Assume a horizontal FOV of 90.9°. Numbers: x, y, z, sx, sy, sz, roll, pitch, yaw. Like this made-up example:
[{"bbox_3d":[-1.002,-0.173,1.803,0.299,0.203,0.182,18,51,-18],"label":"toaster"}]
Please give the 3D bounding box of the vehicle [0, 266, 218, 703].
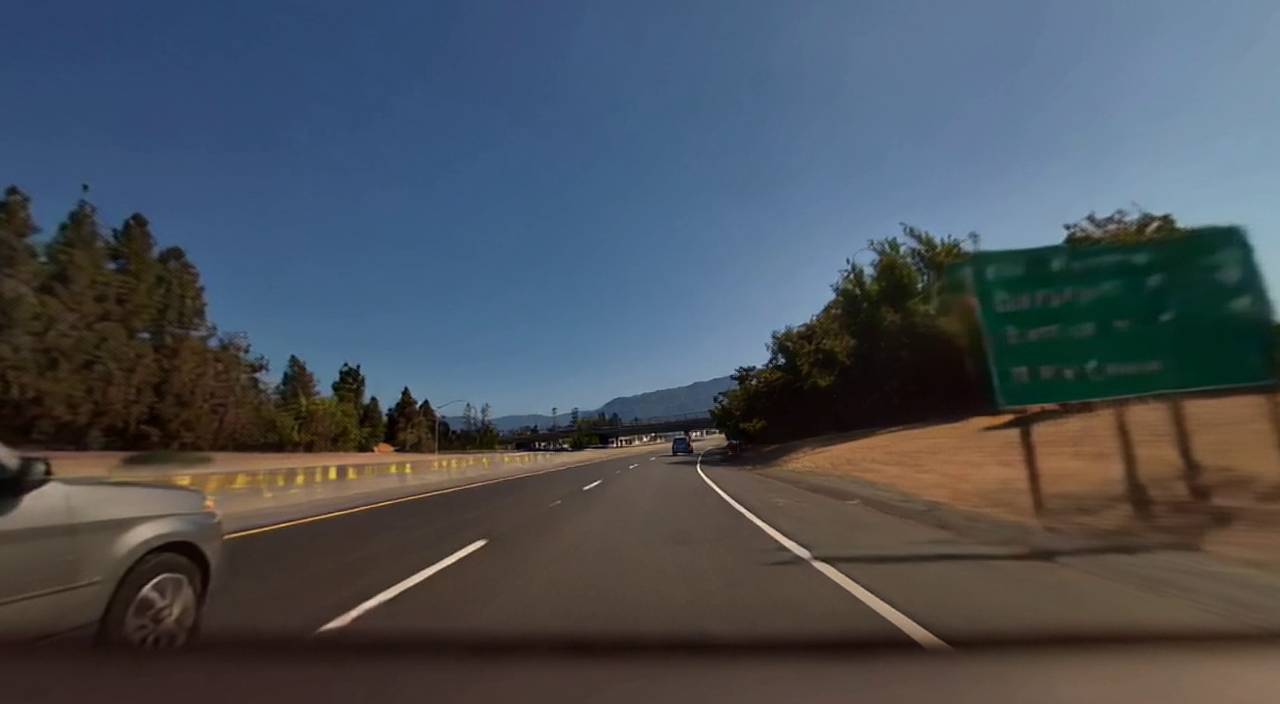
[{"bbox_3d":[-3.330,0.365,0.332,2.143,1.851,5.817,-1,-8,1],"label":"vehicle"}]
